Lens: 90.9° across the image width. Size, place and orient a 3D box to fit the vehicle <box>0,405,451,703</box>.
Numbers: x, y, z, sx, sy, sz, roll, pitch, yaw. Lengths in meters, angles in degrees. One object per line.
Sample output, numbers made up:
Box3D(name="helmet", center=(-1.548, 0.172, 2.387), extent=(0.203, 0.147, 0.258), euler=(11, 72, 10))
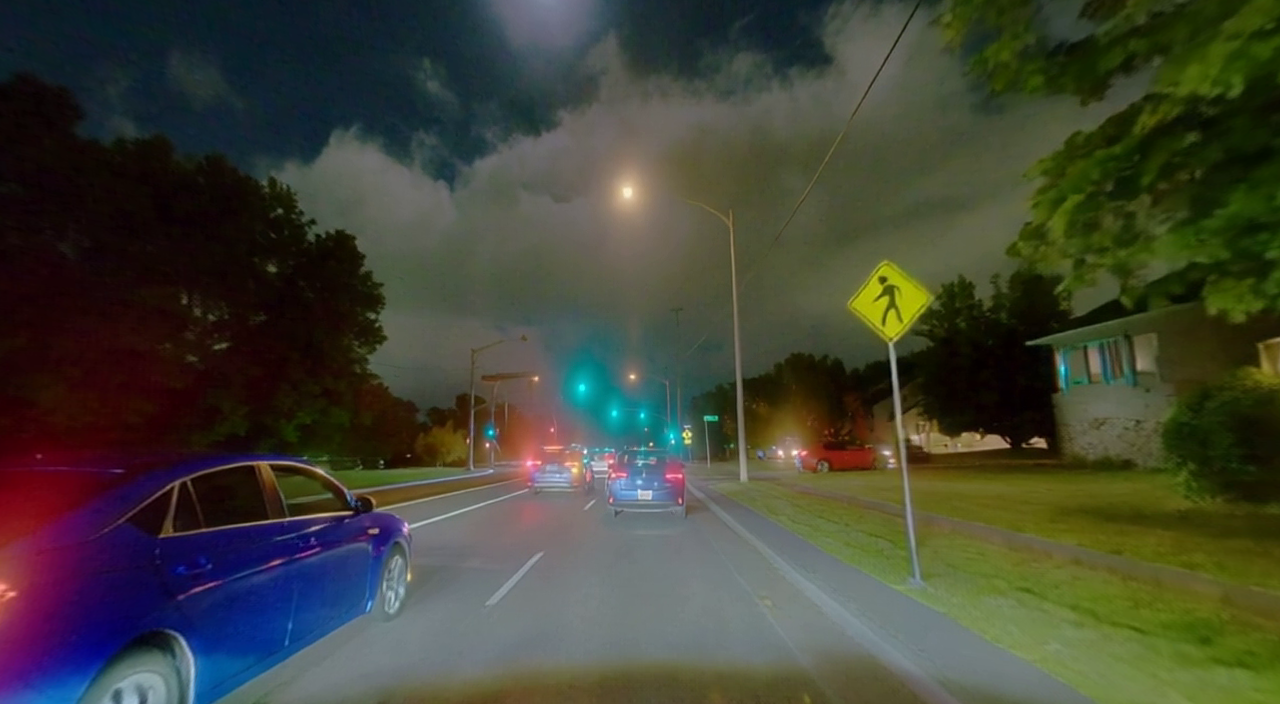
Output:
Box3D(name="vehicle", center=(-2.841, 1.165, 3.561), extent=(1.968, 1.472, 4.685), euler=(-1, -9, 2))

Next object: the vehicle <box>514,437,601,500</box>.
Box3D(name="vehicle", center=(-2.455, 3.598, 19.856), extent=(2.000, 1.737, 4.133), euler=(-1, -9, 2))

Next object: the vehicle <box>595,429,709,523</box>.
Box3D(name="vehicle", center=(0.250, 2.613, 13.751), extent=(2.120, 1.718, 3.909), euler=(-1, -9, 1))

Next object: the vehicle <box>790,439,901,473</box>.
Box3D(name="vehicle", center=(9.444, 4.809, 29.204), extent=(4.456, 1.504, 1.914), euler=(0, -9, 0))
